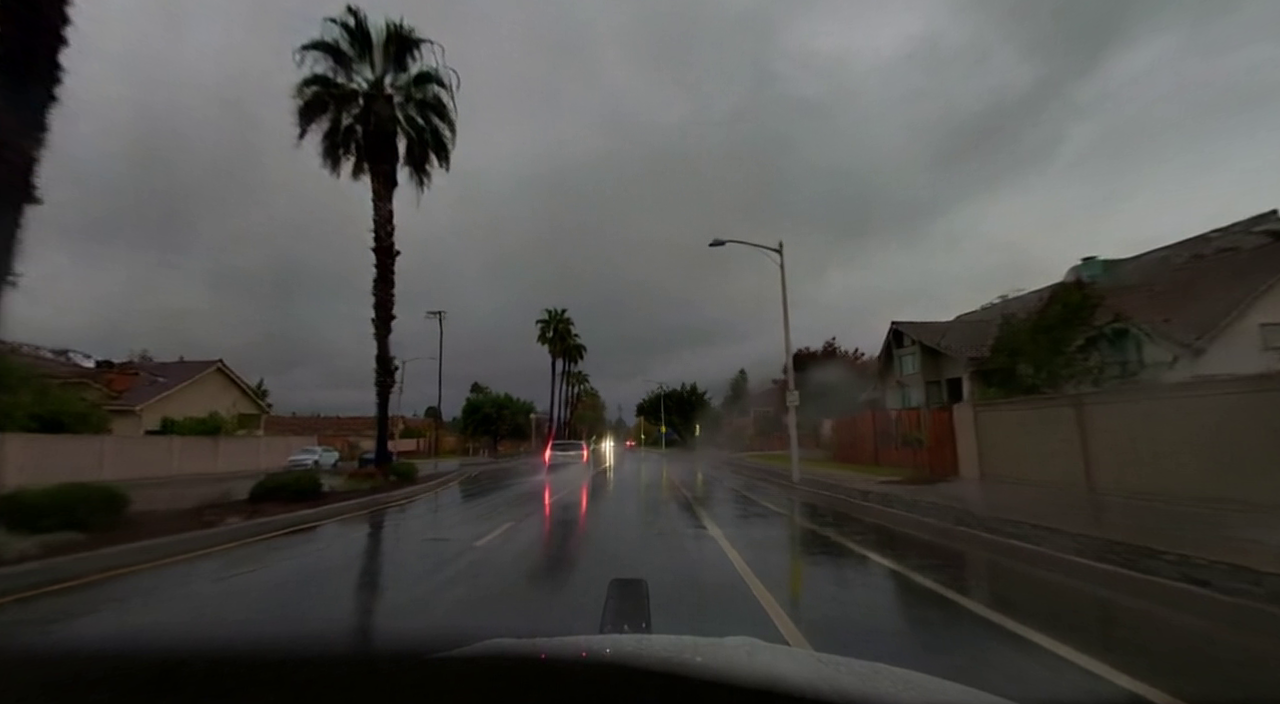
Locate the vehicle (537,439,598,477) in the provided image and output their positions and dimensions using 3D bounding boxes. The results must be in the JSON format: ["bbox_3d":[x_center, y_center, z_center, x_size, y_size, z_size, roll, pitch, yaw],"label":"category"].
[{"bbox_3d":[-3.064,4.611,27.615,2.075,1.498,4.730,0,-8,0],"label":"vehicle"}]

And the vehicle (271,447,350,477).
[{"bbox_3d":[-19.060,6.399,36.734,2.026,1.563,4.618,0,-10,1],"label":"vehicle"}]

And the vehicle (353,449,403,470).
[{"bbox_3d":[-19.170,7.890,46.352,1.980,1.423,4.465,0,-8,-3],"label":"vehicle"}]
